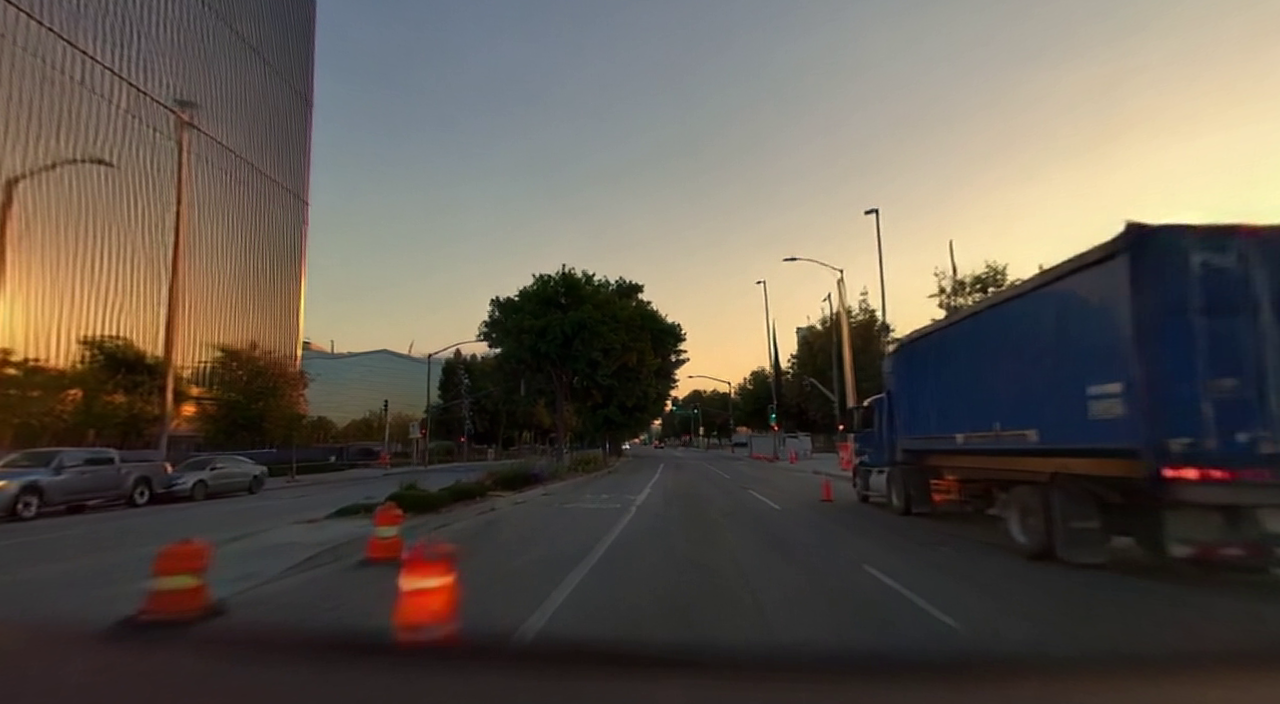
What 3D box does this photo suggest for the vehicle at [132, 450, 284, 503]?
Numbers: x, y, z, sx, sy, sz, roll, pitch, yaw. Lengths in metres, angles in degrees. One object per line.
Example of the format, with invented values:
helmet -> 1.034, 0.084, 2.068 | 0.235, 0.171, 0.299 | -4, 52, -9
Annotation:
vehicle -> -15.431, 4.432, 22.973 | 1.925, 1.665, 4.893 | 0, -8, 2

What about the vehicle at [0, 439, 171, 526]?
vehicle -> -15.652, 3.387, 17.119 | 1.937, 1.984, 4.928 | 0, -8, 2

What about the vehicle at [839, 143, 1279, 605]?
vehicle -> 6.247, 0.800, 10.136 | 3.176, 3.913, 9.805 | 0, -8, 2
